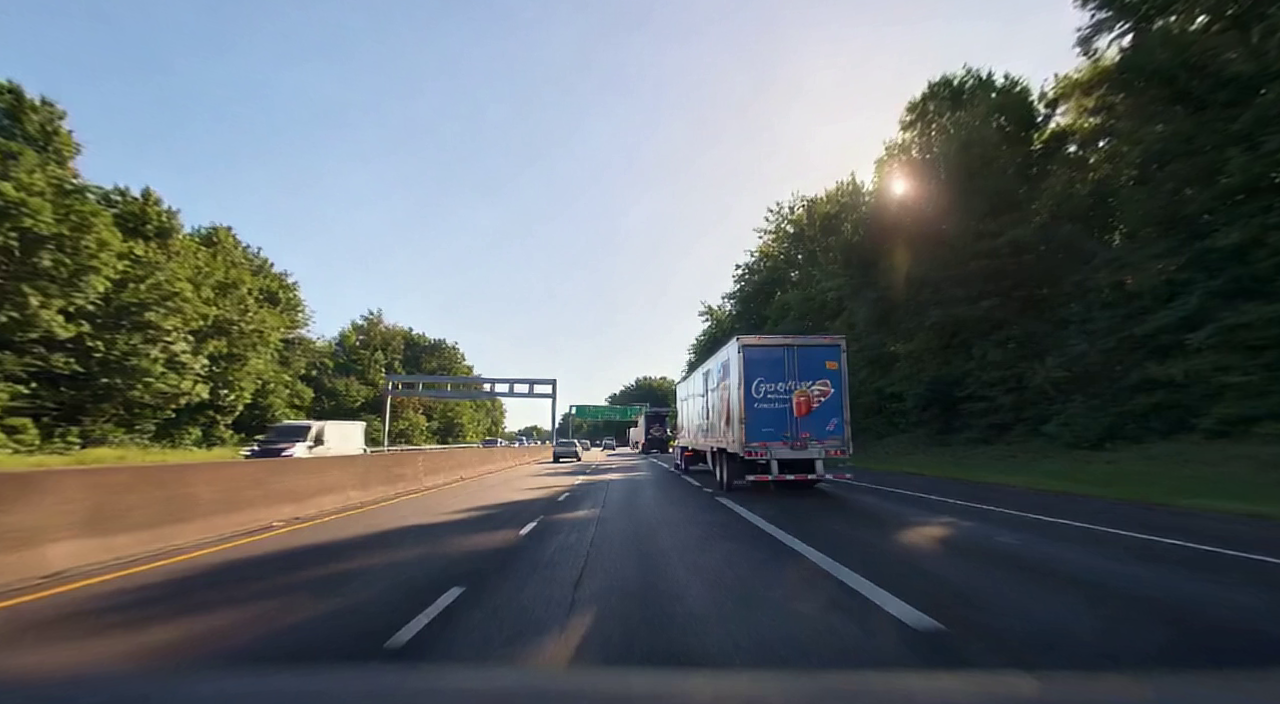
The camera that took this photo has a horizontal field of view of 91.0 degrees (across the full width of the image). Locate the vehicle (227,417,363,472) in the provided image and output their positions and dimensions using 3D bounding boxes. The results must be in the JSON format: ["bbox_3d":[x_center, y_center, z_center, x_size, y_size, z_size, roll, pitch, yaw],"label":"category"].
[{"bbox_3d":[-12.797,3.504,23.899,2.067,1.825,5.662,0,-8,-1],"label":"vehicle"}]

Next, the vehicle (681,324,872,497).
[{"bbox_3d":[3.599,2.256,21.249,2.948,4.045,13.051,0,-8,-3],"label":"vehicle"}]

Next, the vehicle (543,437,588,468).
[{"bbox_3d":[-4.224,5.738,36.268,2.206,1.644,4.027,0,-8,-2],"label":"vehicle"}]
